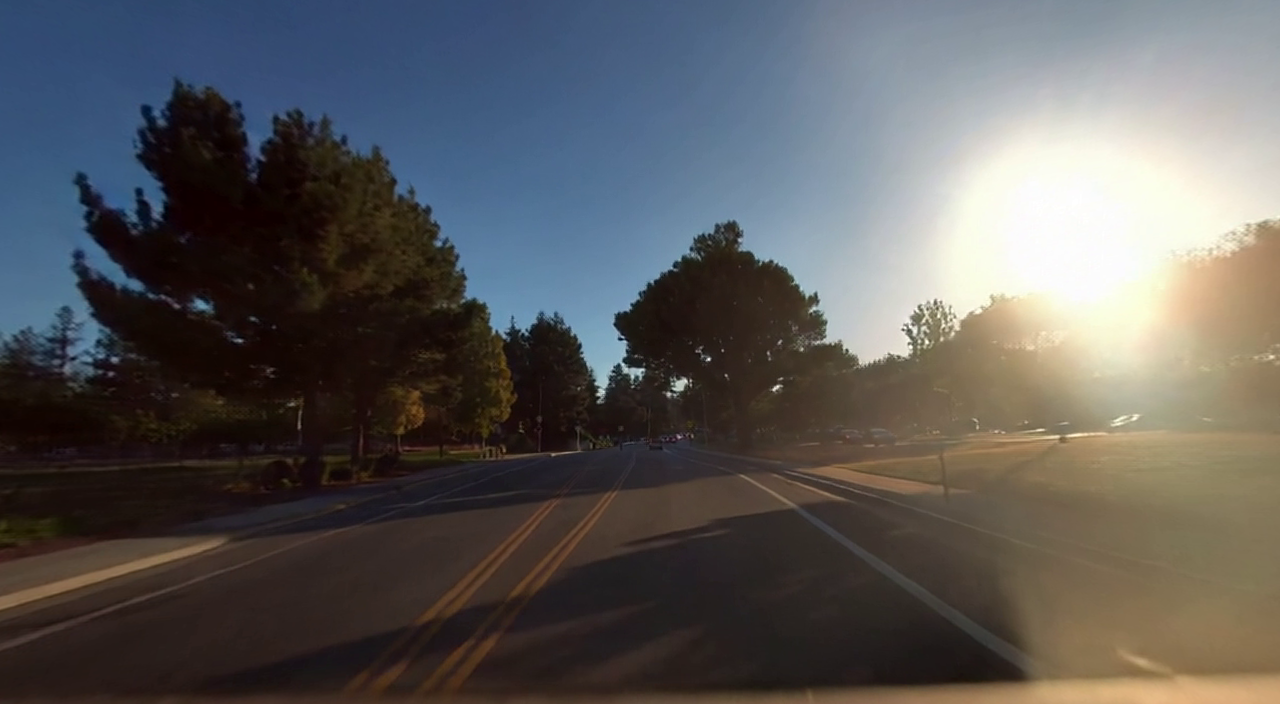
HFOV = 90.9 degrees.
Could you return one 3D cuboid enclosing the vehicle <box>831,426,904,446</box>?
[{"bbox_3d":[17.090,6.369,47.536,4.744,1.476,1.926,0,-8,-2],"label":"vehicle"}]
